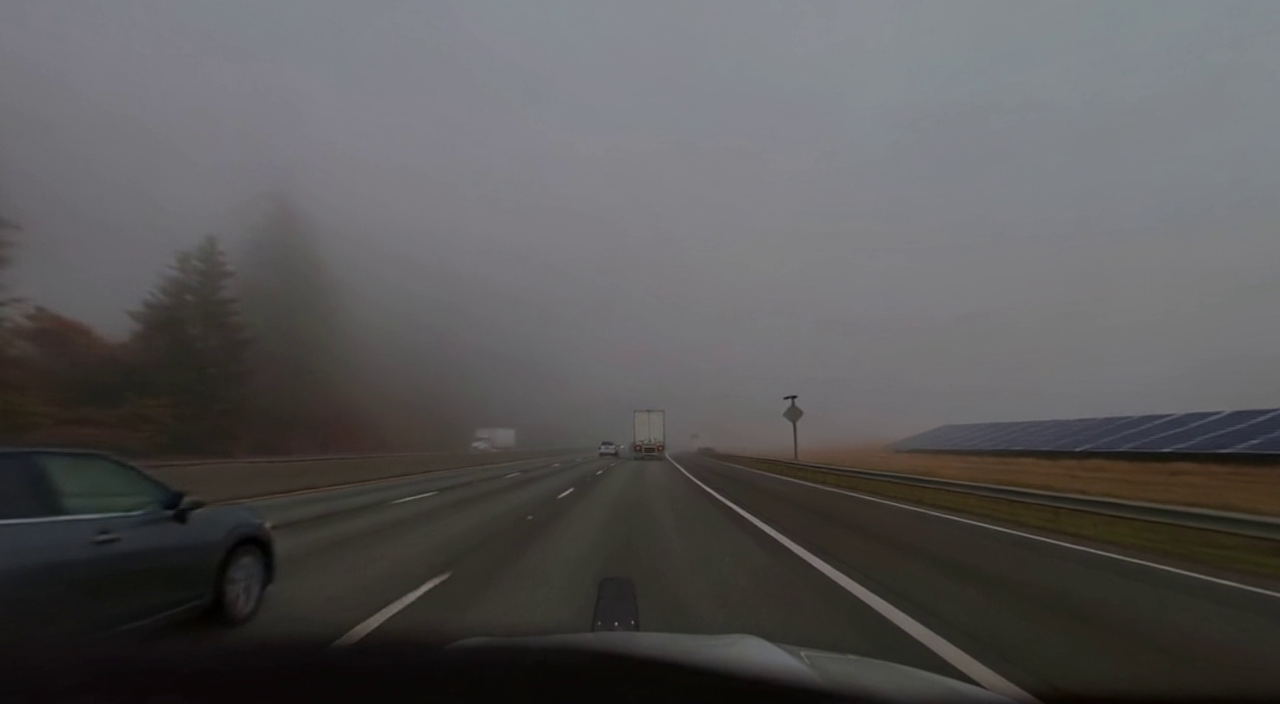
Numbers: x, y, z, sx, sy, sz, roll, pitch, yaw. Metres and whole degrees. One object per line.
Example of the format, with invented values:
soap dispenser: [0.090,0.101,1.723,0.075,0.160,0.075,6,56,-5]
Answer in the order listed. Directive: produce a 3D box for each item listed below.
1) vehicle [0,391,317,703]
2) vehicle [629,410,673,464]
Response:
vehicle: [-3.856,1.049,3.273,2.066,1.581,4.268,0,-8,0]
vehicle: [0.811,6.522,47.958,2.967,3.633,10.015,-1,-8,0]
